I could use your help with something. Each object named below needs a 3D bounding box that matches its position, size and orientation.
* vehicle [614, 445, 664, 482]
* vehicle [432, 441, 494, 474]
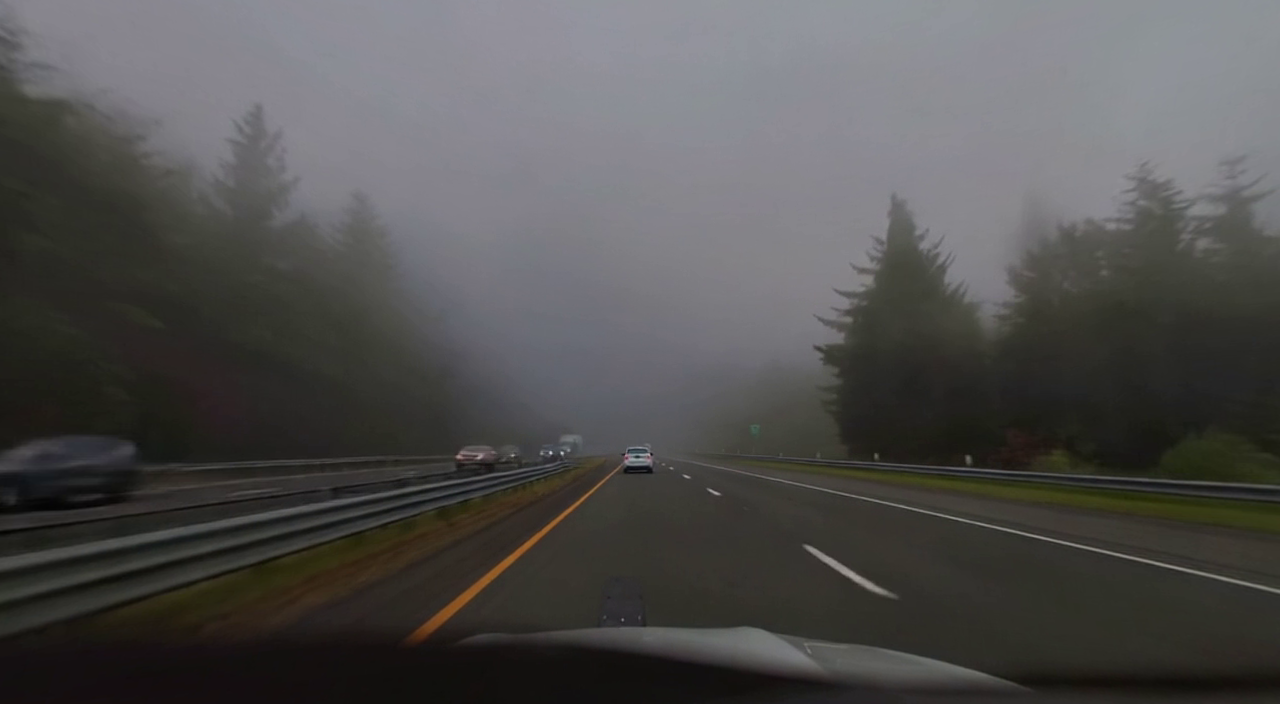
[{"bbox_3d":[-0.063,4.982,28.448,2.114,1.523,4.012,0,-9,-1],"label":"vehicle"},{"bbox_3d":[-9.301,5.588,33.538,2.026,1.640,4.267,0,-9,1],"label":"vehicle"}]
